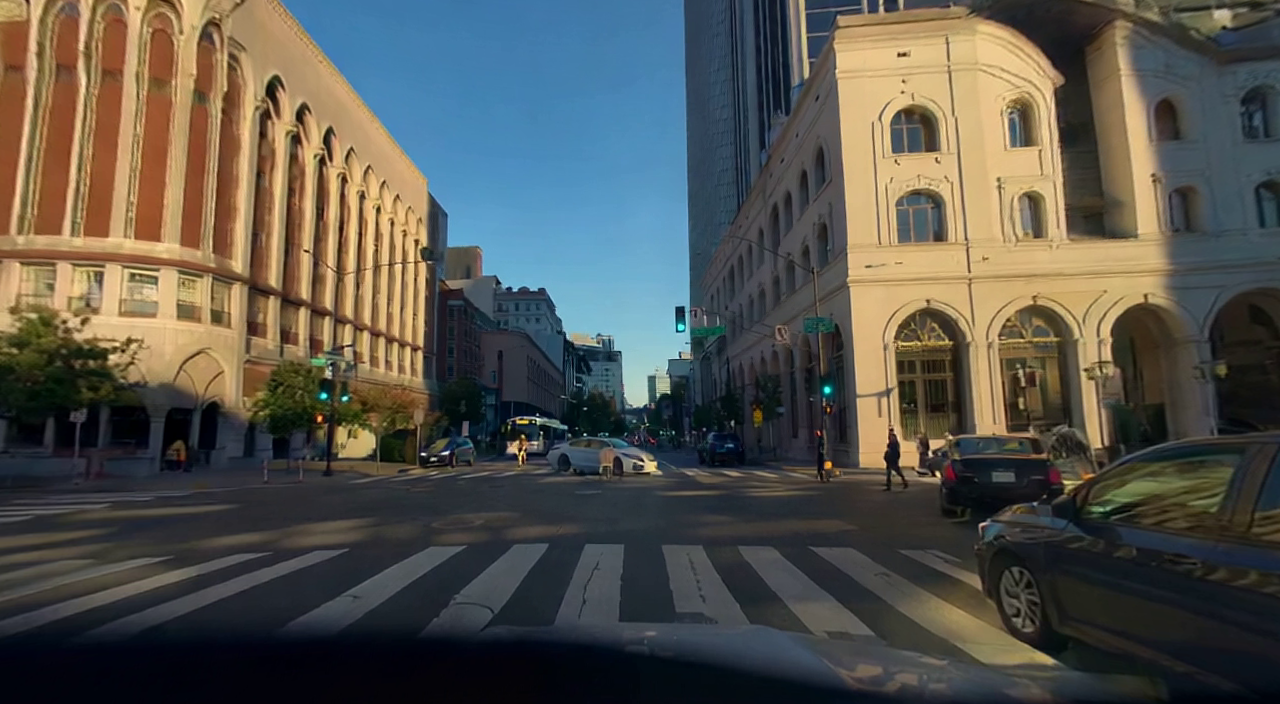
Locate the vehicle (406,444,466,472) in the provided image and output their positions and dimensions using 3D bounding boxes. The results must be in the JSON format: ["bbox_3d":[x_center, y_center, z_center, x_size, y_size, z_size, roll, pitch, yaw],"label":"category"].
[{"bbox_3d":[-11.776,6.120,36.721,1.998,1.505,4.405,0,-8,0],"label":"vehicle"}]

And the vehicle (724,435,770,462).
[{"bbox_3d":[6.405,5.827,38.164,1.926,1.574,3.961,0,-8,-2],"label":"vehicle"}]

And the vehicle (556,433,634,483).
[{"bbox_3d":[-1.857,3.870,23.649,2.050,1.465,5.388,-1,-6,-13],"label":"vehicle"}]

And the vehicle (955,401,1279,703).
[{"bbox_3d":[3.830,1.177,4.033,2.006,1.495,4.271,-1,-8,10],"label":"vehicle"}]
